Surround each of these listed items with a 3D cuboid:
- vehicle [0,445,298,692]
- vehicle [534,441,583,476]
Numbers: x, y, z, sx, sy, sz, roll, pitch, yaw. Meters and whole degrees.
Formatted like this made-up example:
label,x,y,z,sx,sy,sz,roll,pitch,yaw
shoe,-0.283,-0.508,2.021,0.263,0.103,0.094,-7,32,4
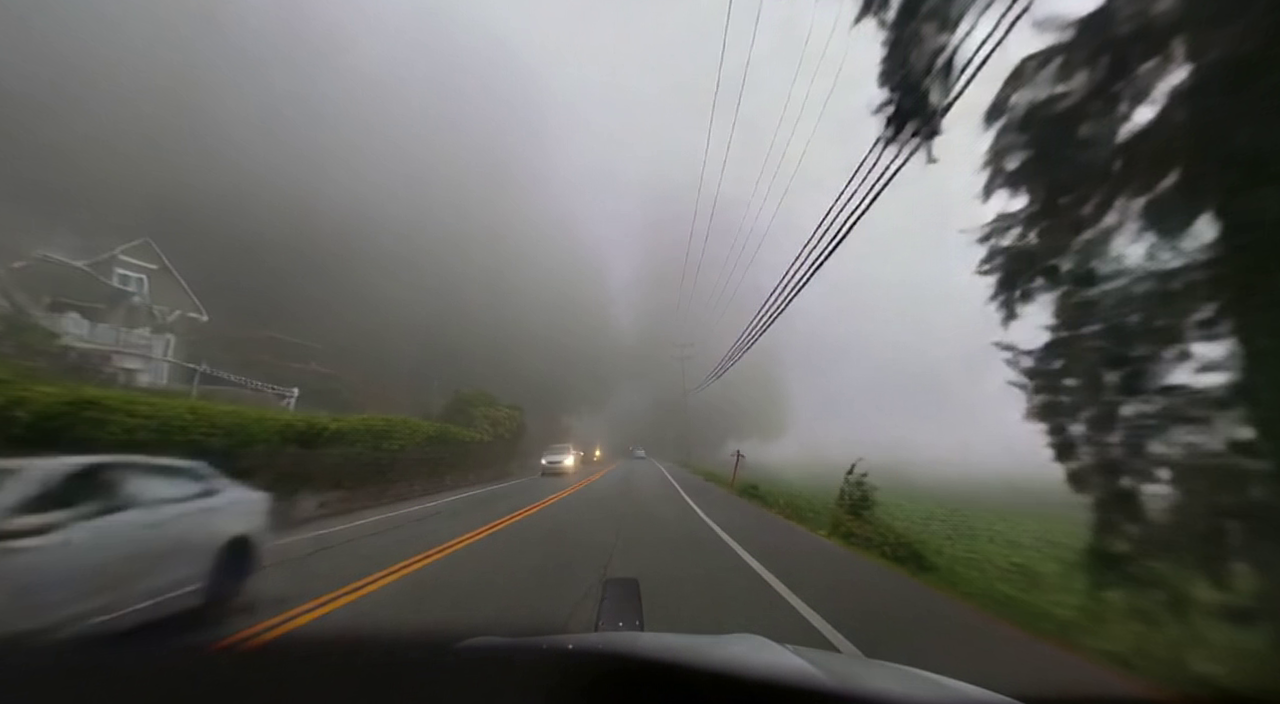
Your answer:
label,x,y,z,sx,sy,sz,roll,pitch,yaw
vehicle,-4.854,1.450,4.749,2.069,1.471,4.226,-1,-9,2
vehicle,-4.571,6.054,36.140,2.225,1.872,4.588,0,-9,0
